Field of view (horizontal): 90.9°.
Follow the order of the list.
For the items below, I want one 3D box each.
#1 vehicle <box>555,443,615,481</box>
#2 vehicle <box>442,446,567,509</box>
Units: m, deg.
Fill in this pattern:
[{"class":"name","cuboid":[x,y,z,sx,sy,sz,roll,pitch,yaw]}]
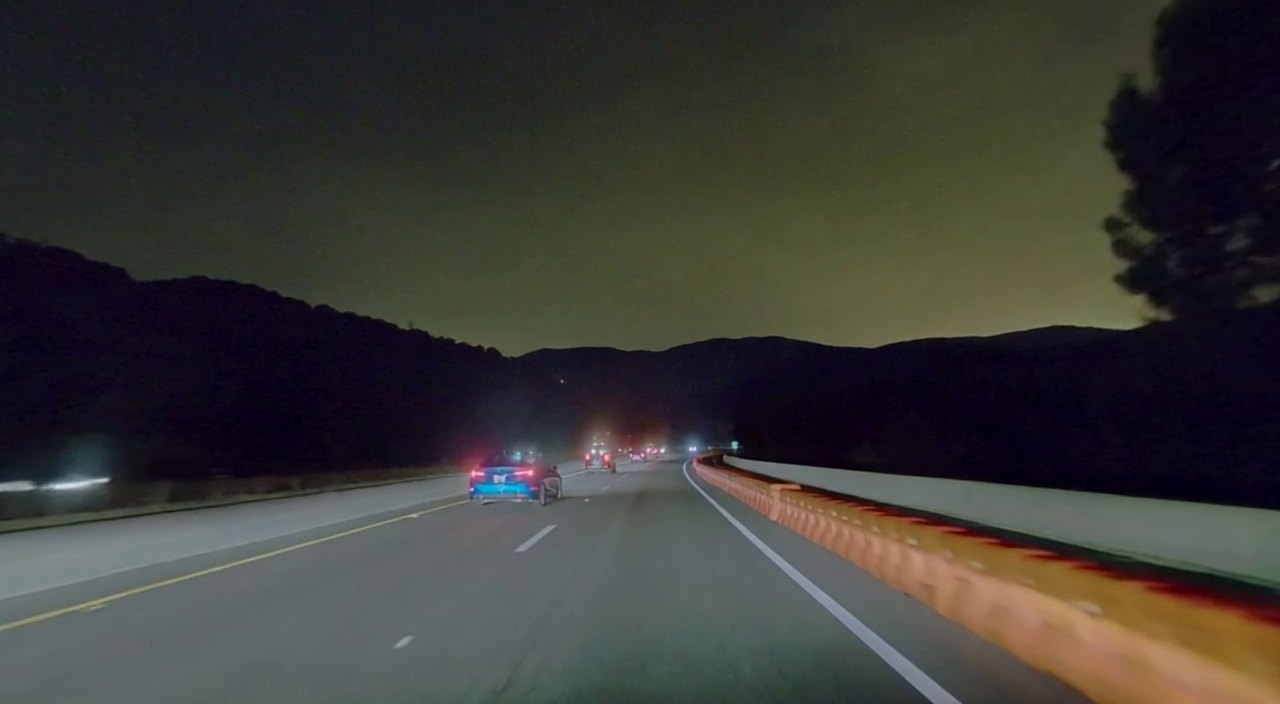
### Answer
[{"class":"vehicle","cuboid":[-2.315,4.808,27.723,2.094,1.480,4.124,-1,-9,3]},{"class":"vehicle","cuboid":[-3.112,2.982,15.378,2.061,1.330,3.928,-1,-9,2]}]
